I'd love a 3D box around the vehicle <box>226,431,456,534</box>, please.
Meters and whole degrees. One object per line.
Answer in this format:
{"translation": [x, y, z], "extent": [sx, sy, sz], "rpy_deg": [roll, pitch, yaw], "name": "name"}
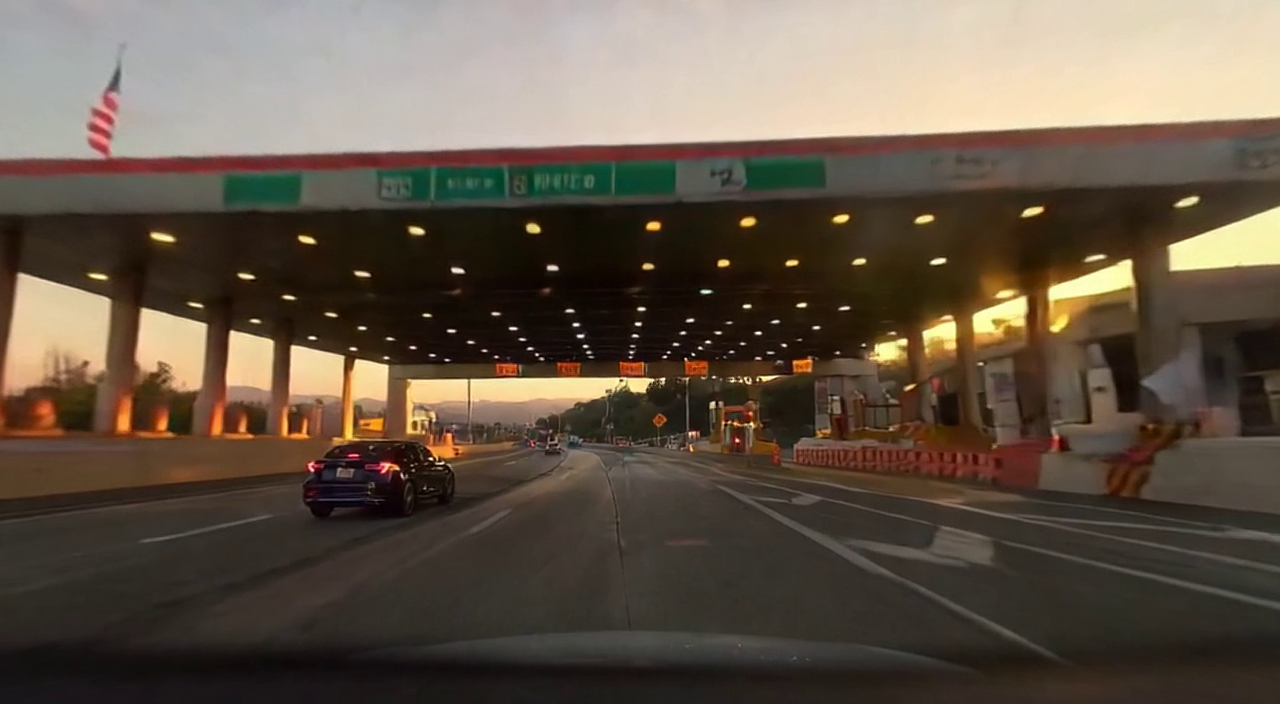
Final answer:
{"translation": [-4.921, 2.188, 11.262], "extent": [1.981, 1.465, 4.334], "rpy_deg": [0, -8, 0], "name": "vehicle"}
